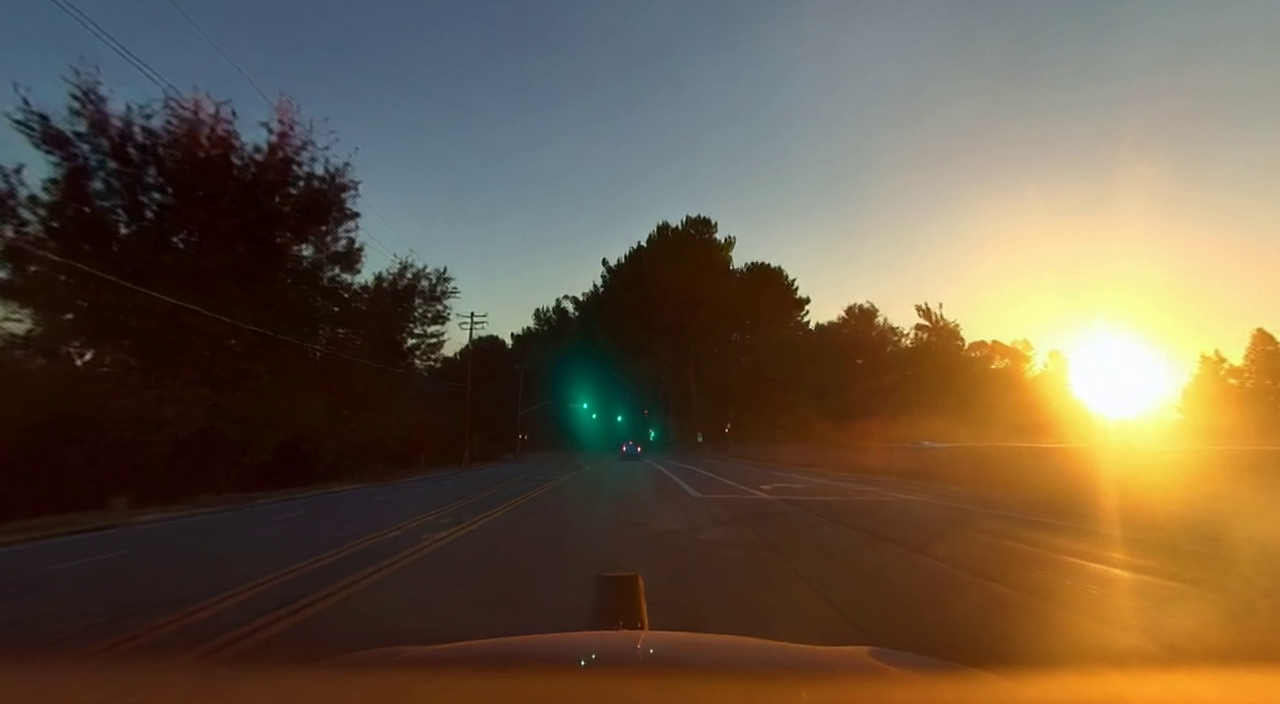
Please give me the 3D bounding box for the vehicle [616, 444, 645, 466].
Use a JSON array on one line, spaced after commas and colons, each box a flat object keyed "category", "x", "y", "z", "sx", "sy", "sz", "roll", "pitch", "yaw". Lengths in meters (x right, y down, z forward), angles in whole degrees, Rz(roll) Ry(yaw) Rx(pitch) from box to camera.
[{"category": "vehicle", "x": -0.738, "y": 7.624, "z": 46.946, "sx": 2.042, "sy": 1.489, "sz": 3.963, "roll": 0, "pitch": -9, "yaw": -1}]
